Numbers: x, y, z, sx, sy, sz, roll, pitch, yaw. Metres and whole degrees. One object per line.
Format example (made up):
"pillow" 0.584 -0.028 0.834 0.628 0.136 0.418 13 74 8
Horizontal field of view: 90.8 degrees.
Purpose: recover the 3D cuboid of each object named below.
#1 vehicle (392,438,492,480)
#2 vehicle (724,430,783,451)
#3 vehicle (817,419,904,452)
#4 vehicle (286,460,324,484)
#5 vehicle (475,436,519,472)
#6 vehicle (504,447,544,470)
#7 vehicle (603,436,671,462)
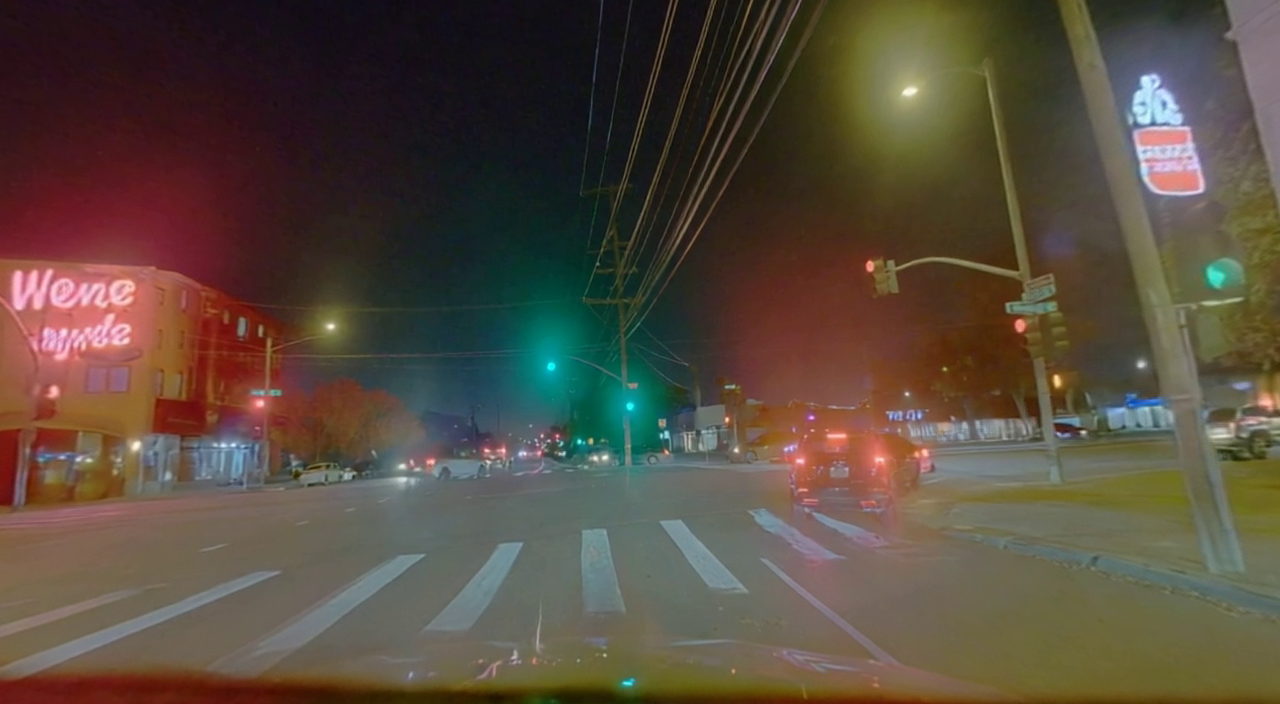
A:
"vehicle" -8.094 4.433 26.325 2.166 1.579 4.300 -2 -9 11
"vehicle" 7.795 6.134 43.625 1.866 1.430 3.901 5 -10 -31
"vehicle" 12.426 4.729 35.571 4.474 1.788 2.039 4 -10 -29
"vehicle" -23.312 8.286 43.890 1.944 1.520 4.512 6 -11 -30
"vehicle" -7.603 5.418 33.843 2.105 1.761 4.292 1 -9 -10
"vehicle" -9.078 8.262 49.273 1.968 1.675 4.177 4 -10 -26
"vehicle" -0.247 6.939 45.289 4.506 1.733 1.857 2 -9 -15
